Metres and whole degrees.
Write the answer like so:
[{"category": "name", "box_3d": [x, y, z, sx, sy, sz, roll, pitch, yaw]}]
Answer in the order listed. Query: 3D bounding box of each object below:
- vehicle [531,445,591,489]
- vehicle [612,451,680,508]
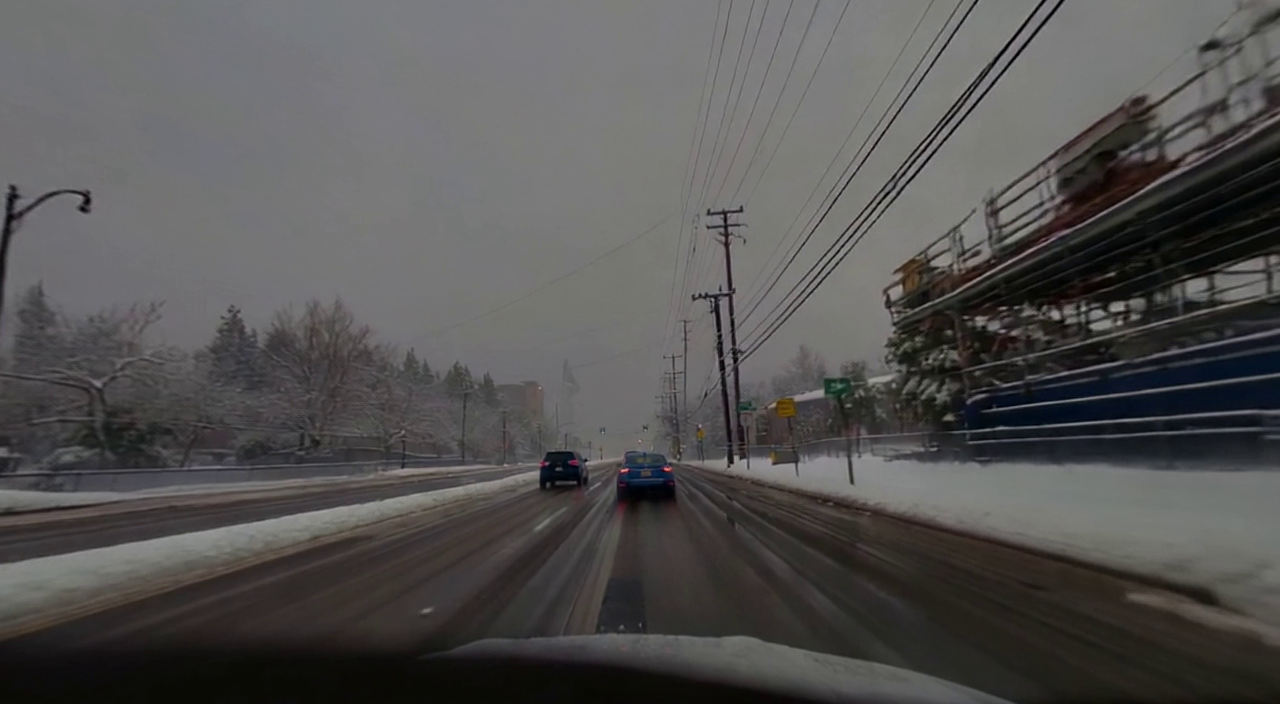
[{"category": "vehicle", "box_3d": [-3.537, 5.258, 29.022, 2.078, 1.804, 4.387, -1, -9, 1]}, {"category": "vehicle", "box_3d": [0.185, 4.197, 21.149, 2.059, 1.691, 3.980, -1, -9, 0]}]
